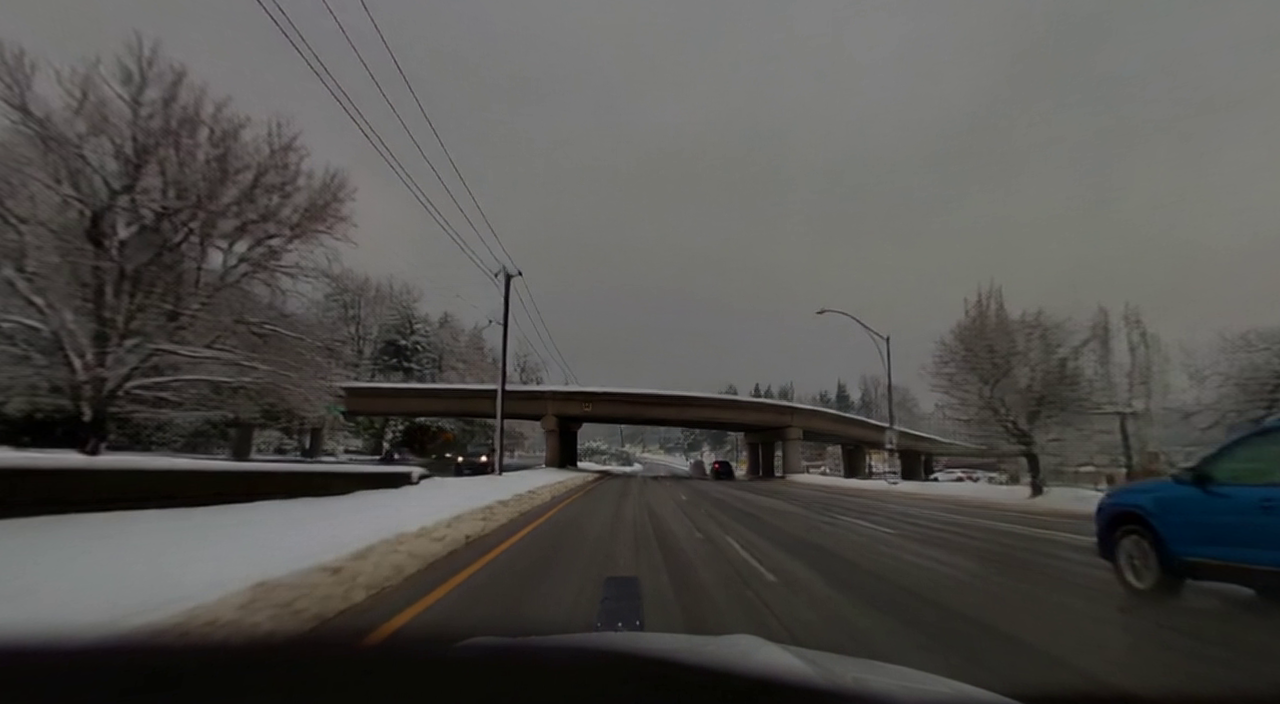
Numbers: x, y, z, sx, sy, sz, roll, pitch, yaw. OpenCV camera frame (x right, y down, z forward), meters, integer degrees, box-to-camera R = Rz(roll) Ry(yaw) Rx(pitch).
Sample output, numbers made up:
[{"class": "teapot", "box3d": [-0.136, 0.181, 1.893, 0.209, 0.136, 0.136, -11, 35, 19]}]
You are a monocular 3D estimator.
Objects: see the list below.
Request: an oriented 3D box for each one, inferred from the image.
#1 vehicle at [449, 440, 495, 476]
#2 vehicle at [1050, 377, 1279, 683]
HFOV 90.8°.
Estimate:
[{"class": "vehicle", "box3d": [-11.161, 7.166, 42.244, 2.206, 2.034, 4.486, -2, -13, -5]}, {"class": "vehicle", "box3d": [5.081, 0.958, 3.260, 2.331, 1.872, 5.378, -3, -8, 1]}]
